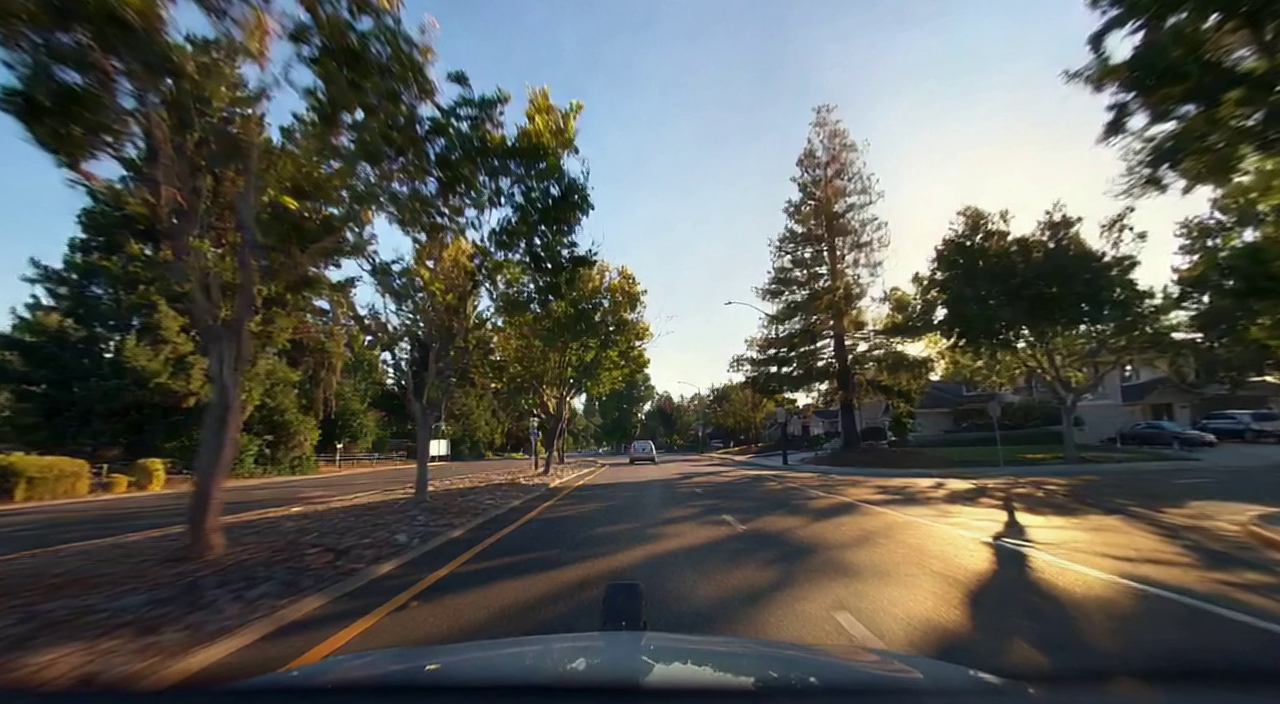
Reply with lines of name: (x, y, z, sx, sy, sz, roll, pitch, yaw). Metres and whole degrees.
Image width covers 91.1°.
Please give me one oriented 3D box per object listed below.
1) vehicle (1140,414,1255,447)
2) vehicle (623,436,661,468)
vehicle: (28.549, 4.084, 32.324, 1.922, 1.590, 4.106, 1, -9, -5)
vehicle: (0.063, 5.988, 37.706, 2.165, 1.783, 4.391, 0, -9, -2)
